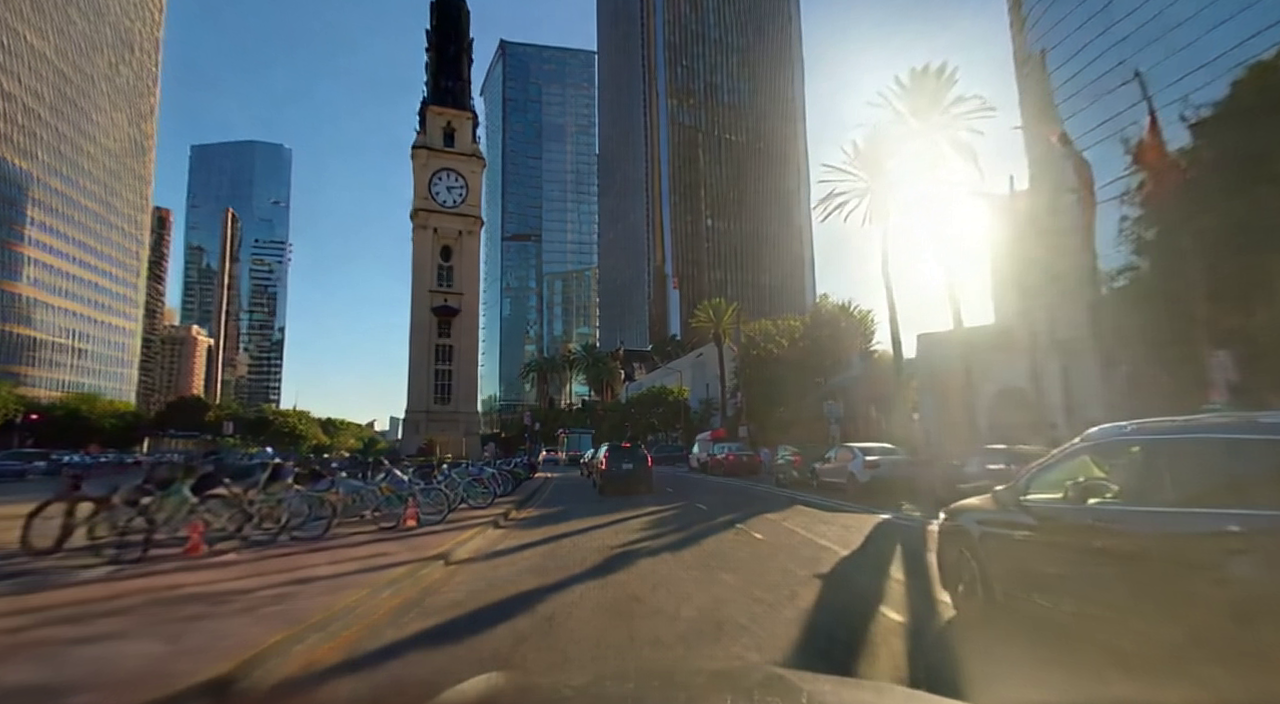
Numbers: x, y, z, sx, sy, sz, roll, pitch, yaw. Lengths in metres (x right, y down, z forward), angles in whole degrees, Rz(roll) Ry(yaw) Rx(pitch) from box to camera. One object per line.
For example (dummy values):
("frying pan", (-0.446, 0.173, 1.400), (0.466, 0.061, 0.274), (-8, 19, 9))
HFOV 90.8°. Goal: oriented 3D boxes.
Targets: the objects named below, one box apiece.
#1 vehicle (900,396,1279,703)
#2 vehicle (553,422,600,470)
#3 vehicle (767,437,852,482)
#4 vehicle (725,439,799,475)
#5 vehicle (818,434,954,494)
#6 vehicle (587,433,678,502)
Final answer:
("vehicle", (3.627, 1.083, 3.564), (2.116, 1.500, 4.702), (0, -9, -3))
("vehicle", (-4.216, 6.143, 41.312), (2.400, 2.872, 6.053), (1, -9, -12))
("vehicle", (6.881, 4.414, 26.200), (1.860, 1.684, 4.211), (1, -9, -8))
("vehicle", (6.003, 5.252, 31.857), (1.945, 1.623, 5.013), (1, -9, -10))
("vehicle", (7.514, 3.471, 19.919), (2.067, 1.641, 4.569), (1, -9, -5))
("vehicle", (-0.324, 3.063, 17.131), (2.111, 1.605, 3.832), (1, -9, -6))
